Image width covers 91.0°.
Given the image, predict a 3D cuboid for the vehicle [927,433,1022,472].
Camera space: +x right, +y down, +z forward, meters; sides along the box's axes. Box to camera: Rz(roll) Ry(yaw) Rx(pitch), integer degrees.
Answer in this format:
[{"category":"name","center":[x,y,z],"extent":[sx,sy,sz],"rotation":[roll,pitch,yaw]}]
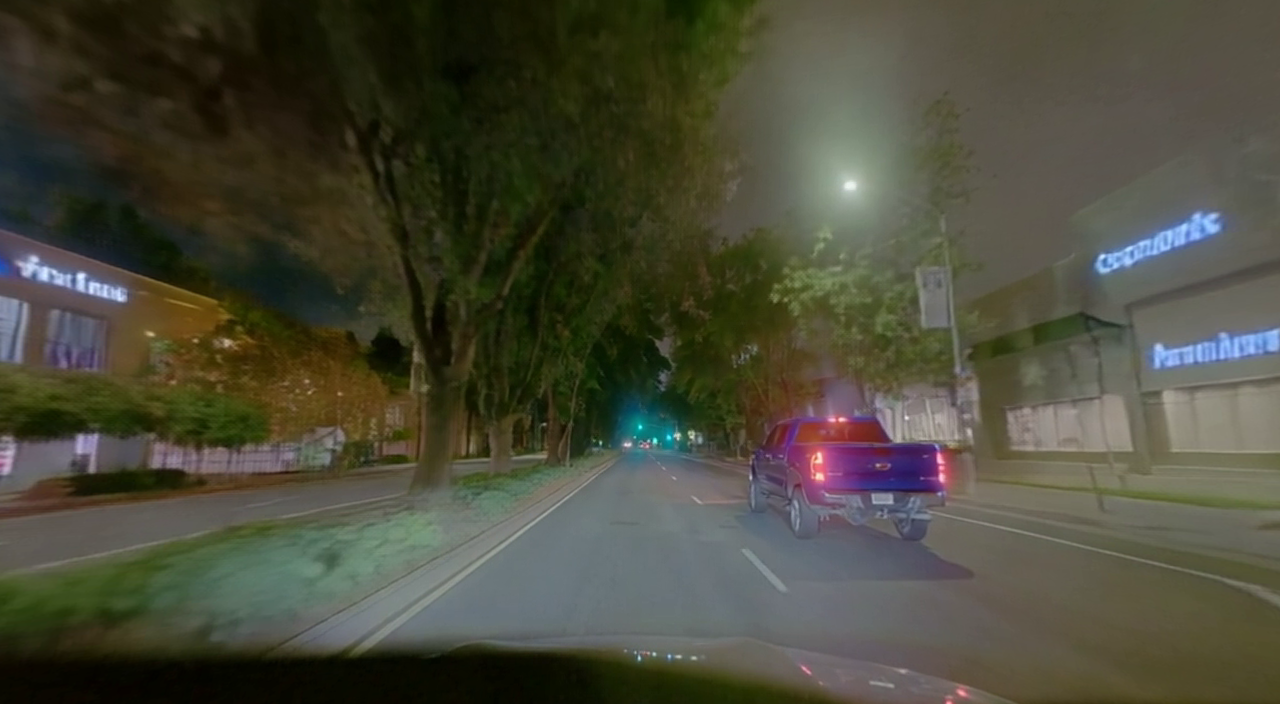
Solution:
[{"category":"vehicle","center":[15.892,4.817,30.252],"extent":[1.952,1.691,4.743],"rotation":[0,-8,0]}]

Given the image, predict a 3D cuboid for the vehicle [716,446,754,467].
[{"category":"vehicle","center":[7.205,7.984,48.321],"extent":[2.108,1.503,5.000],"rotation":[0,-8,0]}]

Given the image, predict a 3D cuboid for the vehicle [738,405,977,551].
[{"category":"vehicle","center":[3.166,1.992,10.689],"extent":[2.085,1.828,5.383],"rotation":[0,-8,0]}]
